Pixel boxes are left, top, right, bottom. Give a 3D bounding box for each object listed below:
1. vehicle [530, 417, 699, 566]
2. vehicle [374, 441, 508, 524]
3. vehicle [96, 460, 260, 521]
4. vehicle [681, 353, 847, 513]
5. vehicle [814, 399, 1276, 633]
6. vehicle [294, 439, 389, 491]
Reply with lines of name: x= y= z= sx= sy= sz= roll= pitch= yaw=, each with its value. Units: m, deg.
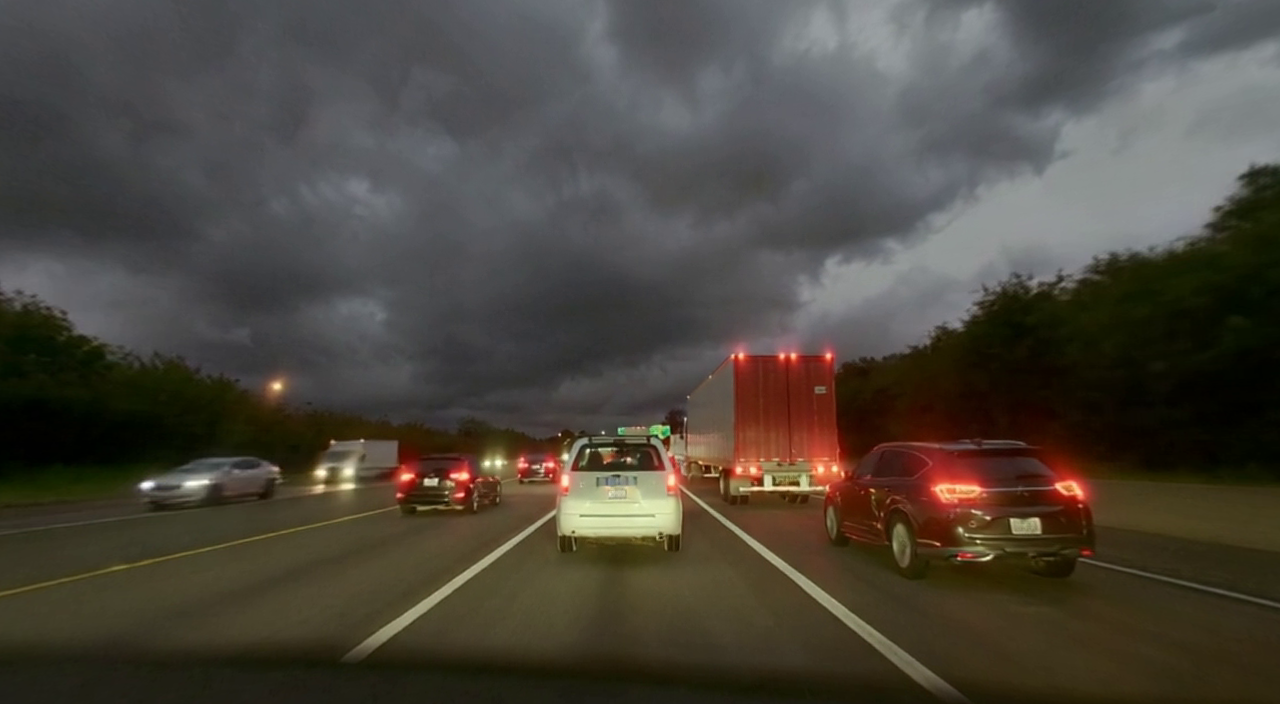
vehicle: x=-0.338 y=2.022 z=9.826 sx=2.037 sy=1.792 sz=4.194 roll=0 pitch=-9 yaw=-1
vehicle: x=-4.368 y=2.911 z=14.533 sx=1.789 sy=1.620 sz=3.841 roll=0 pitch=-9 yaw=1
vehicle: x=-12.507 y=3.739 z=17.389 sx=1.756 sy=1.423 sz=3.590 roll=0 pitch=-9 yaw=0
vehicle: x=3.732 y=3.504 z=25.388 sx=3.032 sy=4.051 sz=18.805 roll=0 pitch=-9 yaw=0
vehicle: x=3.705 y=1.599 z=7.149 sx=2.076 sy=1.751 sz=4.666 roll=0 pitch=-9 yaw=0
vehicle: x=-16.708 y=6.351 z=35.781 sx=2.312 sy=2.629 sz=6.031 roll=0 pitch=-9 yaw=1
